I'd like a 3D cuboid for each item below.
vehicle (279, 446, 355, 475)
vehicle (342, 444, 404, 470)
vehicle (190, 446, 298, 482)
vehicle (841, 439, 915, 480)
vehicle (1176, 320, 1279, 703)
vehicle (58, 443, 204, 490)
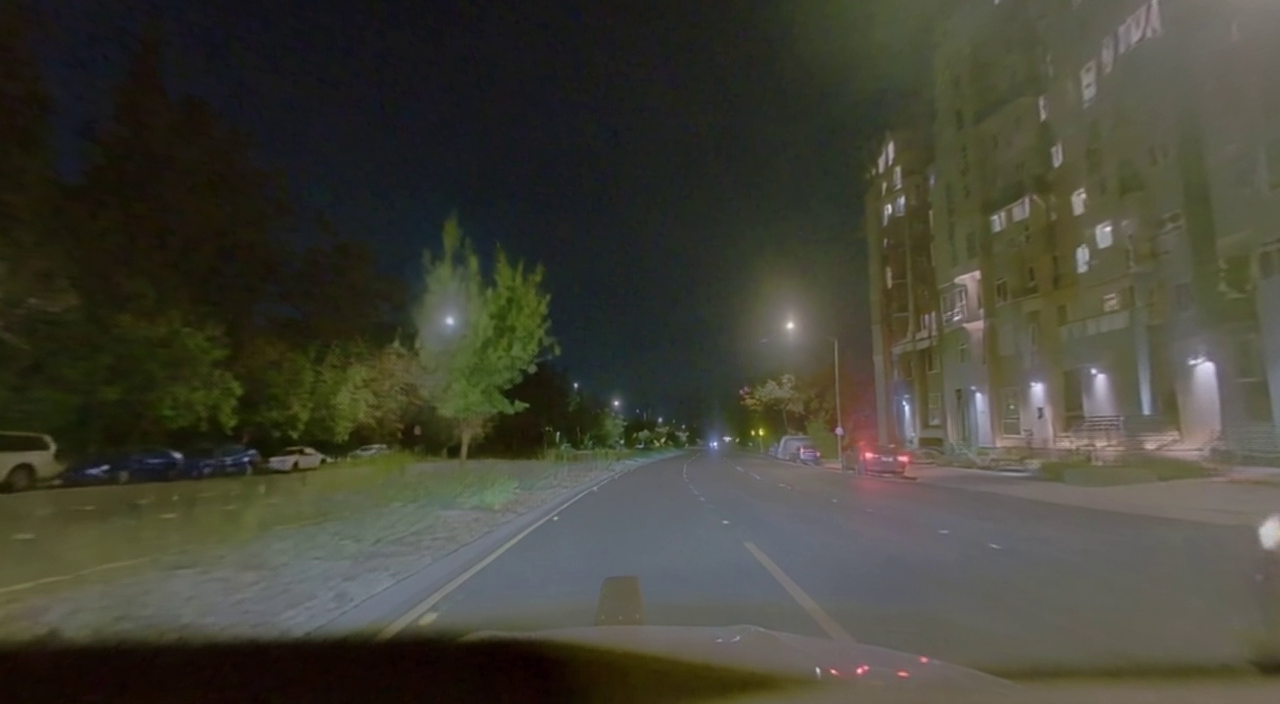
[{"bbox_3d":[-18.059,6.100,35.583,1.829,1.452,4.562,-2,-9,1],"label":"vehicle"},{"bbox_3d":[-17.441,6.960,41.583,1.908,1.500,4.470,-3,-11,4],"label":"vehicle"},{"bbox_3d":[-18.342,5.191,29.553,1.823,1.455,4.680,-3,-9,3],"label":"vehicle"},{"bbox_3d":[11.311,5.125,30.391,2.037,1.655,4.760,3,-8,4],"label":"vehicle"},{"bbox_3d":[3.800,0.491,0.748,2.215,1.812,4.569,0,-9,-1],"label":"vehicle"},{"bbox_3d":[-18.736,4.219,23.549,1.802,1.487,4.359,-2,-9,0],"label":"vehicle"}]
